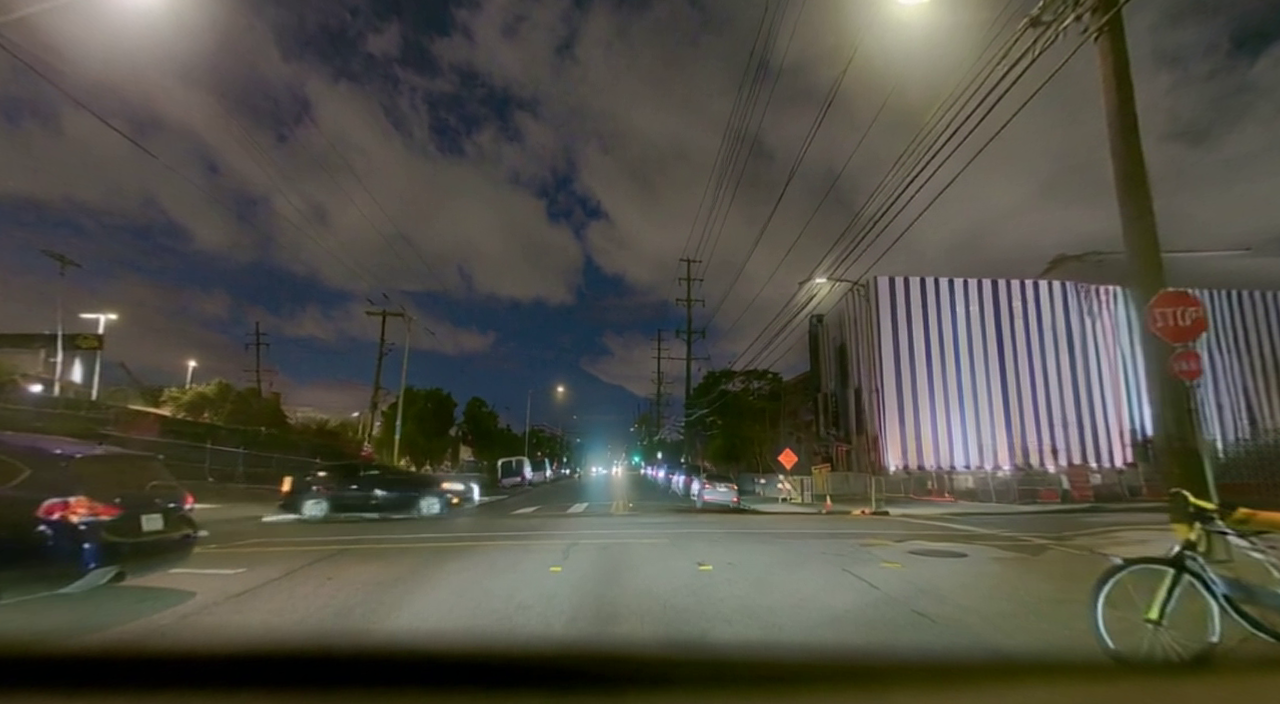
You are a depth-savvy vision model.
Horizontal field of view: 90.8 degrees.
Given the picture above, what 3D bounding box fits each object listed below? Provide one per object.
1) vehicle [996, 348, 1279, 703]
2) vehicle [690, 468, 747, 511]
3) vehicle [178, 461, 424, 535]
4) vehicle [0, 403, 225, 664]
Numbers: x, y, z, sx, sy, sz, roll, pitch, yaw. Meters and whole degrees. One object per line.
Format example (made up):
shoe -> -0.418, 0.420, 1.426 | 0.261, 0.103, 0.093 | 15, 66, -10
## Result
vehicle -> 4.483, 0.964, 2.945 | 4.416, 1.750, 2.011 | 0, -9, -4
vehicle -> 3.786, 6.674, 31.068 | 2.007, 1.804, 4.136 | 0, -9, -4
vehicle -> -7.608, 3.298, 14.585 | 4.549, 1.497, 1.887 | 0, -8, -3
vehicle -> -6.616, 1.166, 4.987 | 5.025, 1.648, 2.055 | 5, -12, -2
